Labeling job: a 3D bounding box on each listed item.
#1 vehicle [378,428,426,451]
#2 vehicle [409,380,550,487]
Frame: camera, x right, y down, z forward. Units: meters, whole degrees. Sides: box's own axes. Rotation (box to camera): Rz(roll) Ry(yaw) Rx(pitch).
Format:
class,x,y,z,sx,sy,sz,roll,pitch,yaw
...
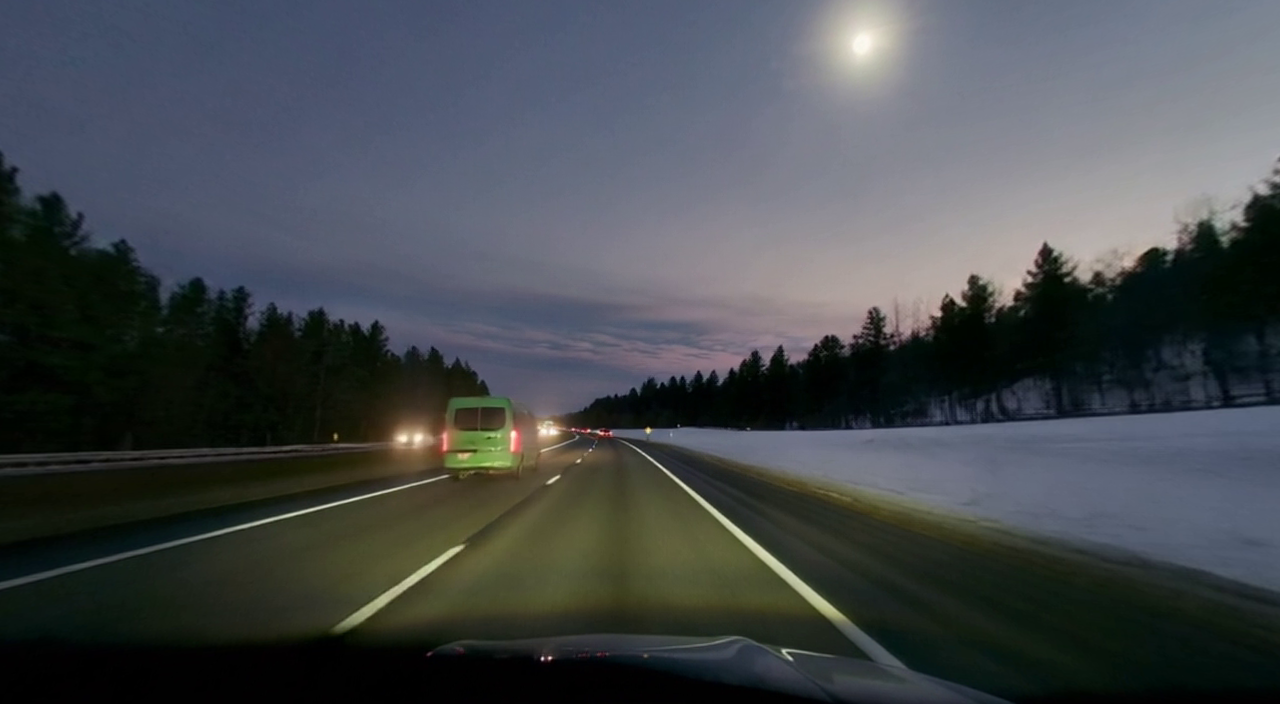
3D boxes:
class,x,y,z,sx,sy,sz,roll,pitch,yaw
vehicle,-16.355,6.033,43.426,1.825,1.536,4.043,0,-7,-2
vehicle,-4.153,2.275,17.571,2.561,2.509,5.465,0,-8,-1
